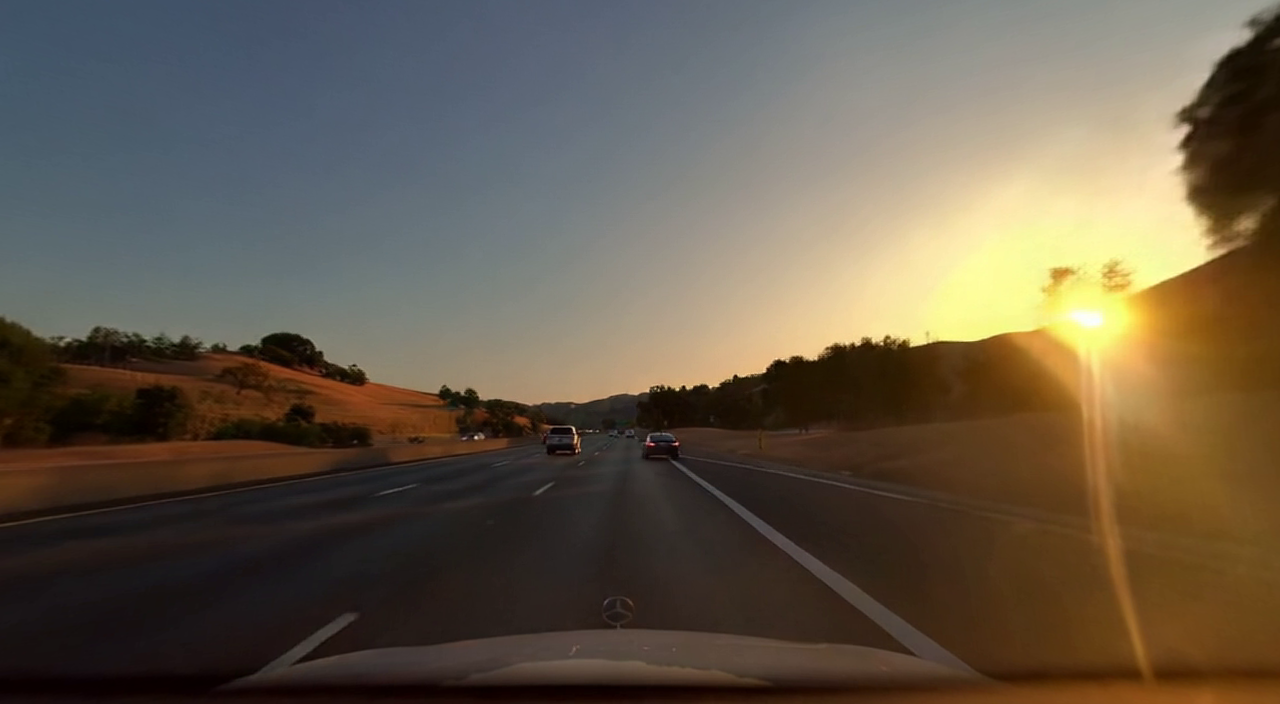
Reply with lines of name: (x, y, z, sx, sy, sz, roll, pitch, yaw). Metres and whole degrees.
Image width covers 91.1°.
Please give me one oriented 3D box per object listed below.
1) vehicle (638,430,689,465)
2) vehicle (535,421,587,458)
vehicle: (0.986, 4.287, 28.431, 1.948, 1.470, 3.913, 0, -8, -3)
vehicle: (-4.299, 4.853, 34.931, 2.251, 1.938, 4.708, 0, -8, 0)
